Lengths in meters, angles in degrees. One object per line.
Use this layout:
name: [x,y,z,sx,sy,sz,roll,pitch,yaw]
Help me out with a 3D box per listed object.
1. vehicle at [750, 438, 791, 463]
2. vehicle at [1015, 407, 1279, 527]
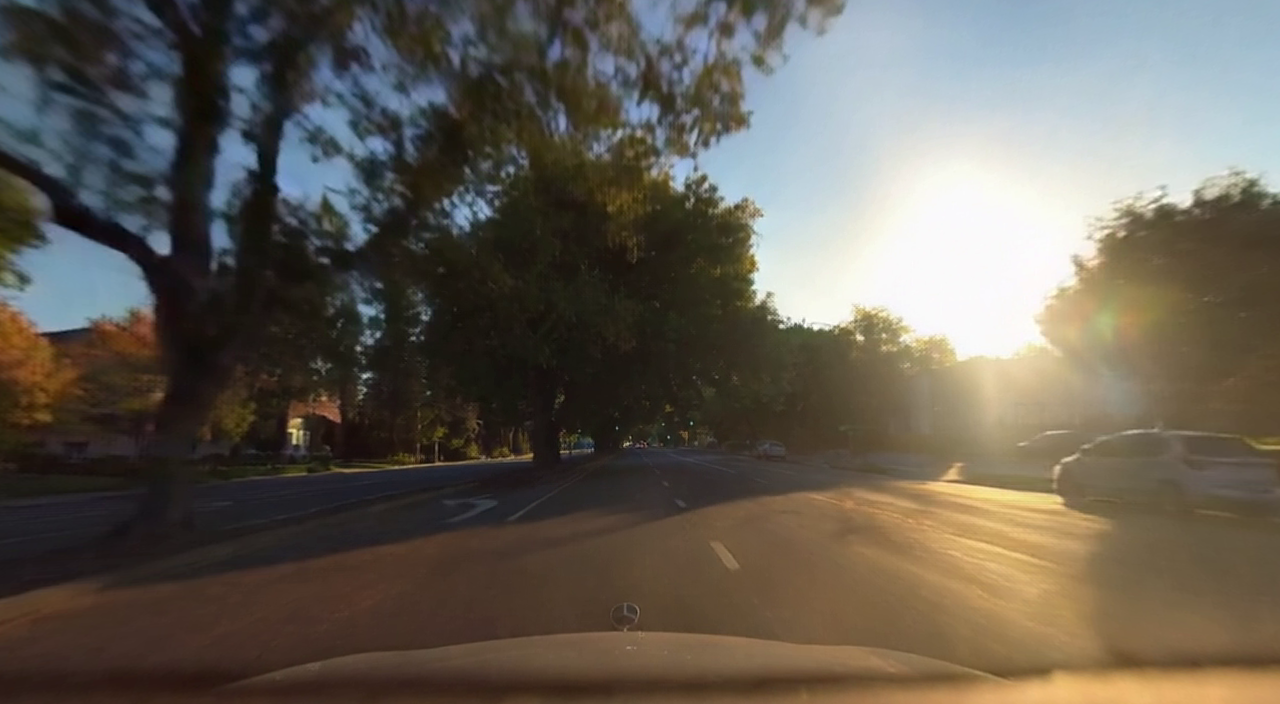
vehicle: [9.595,7.274,46.686,2.044,1.705,4.668,0,-8,1]
vehicle: [9.957,2.157,12.349,2.092,1.848,4.879,0,-9,-2]
